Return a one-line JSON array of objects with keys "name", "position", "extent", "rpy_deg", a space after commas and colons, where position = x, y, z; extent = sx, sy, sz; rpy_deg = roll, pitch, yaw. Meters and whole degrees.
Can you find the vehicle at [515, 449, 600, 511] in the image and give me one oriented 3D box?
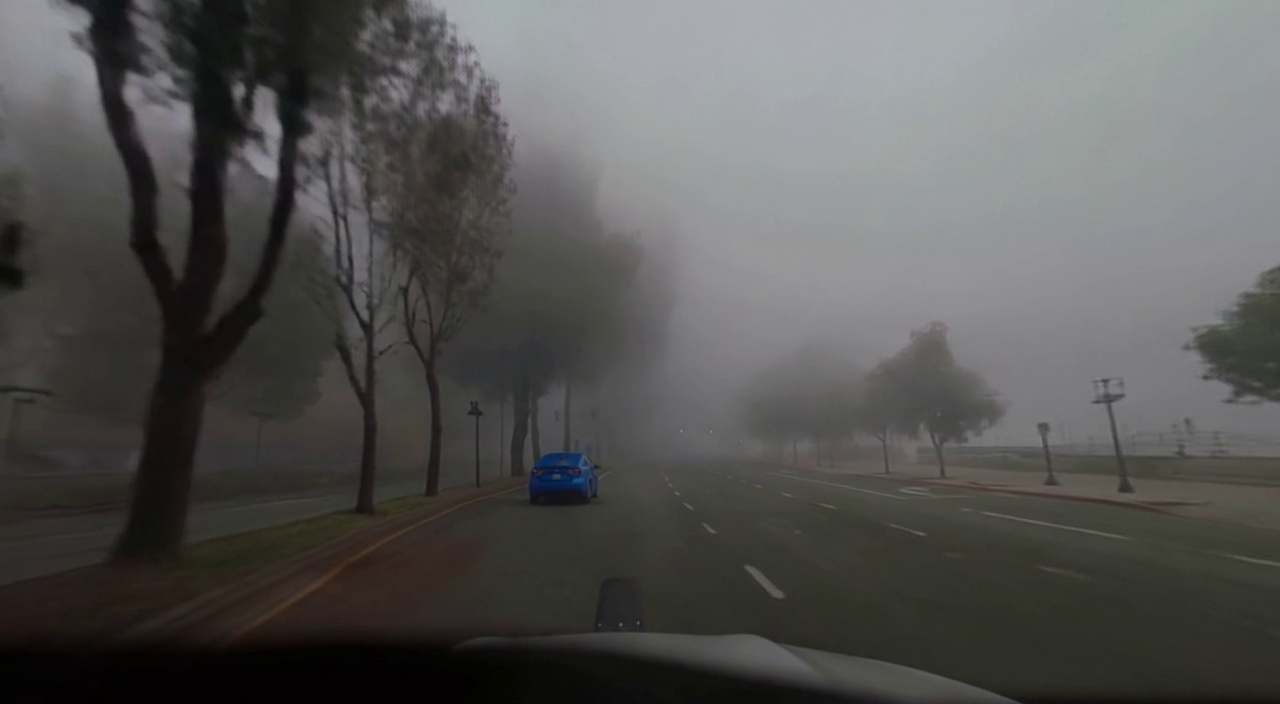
[{"name": "vehicle", "position": [-2.189, 3.513, 17.969], "extent": [2.042, 1.479, 4.601], "rpy_deg": [0, -9, -3]}]
